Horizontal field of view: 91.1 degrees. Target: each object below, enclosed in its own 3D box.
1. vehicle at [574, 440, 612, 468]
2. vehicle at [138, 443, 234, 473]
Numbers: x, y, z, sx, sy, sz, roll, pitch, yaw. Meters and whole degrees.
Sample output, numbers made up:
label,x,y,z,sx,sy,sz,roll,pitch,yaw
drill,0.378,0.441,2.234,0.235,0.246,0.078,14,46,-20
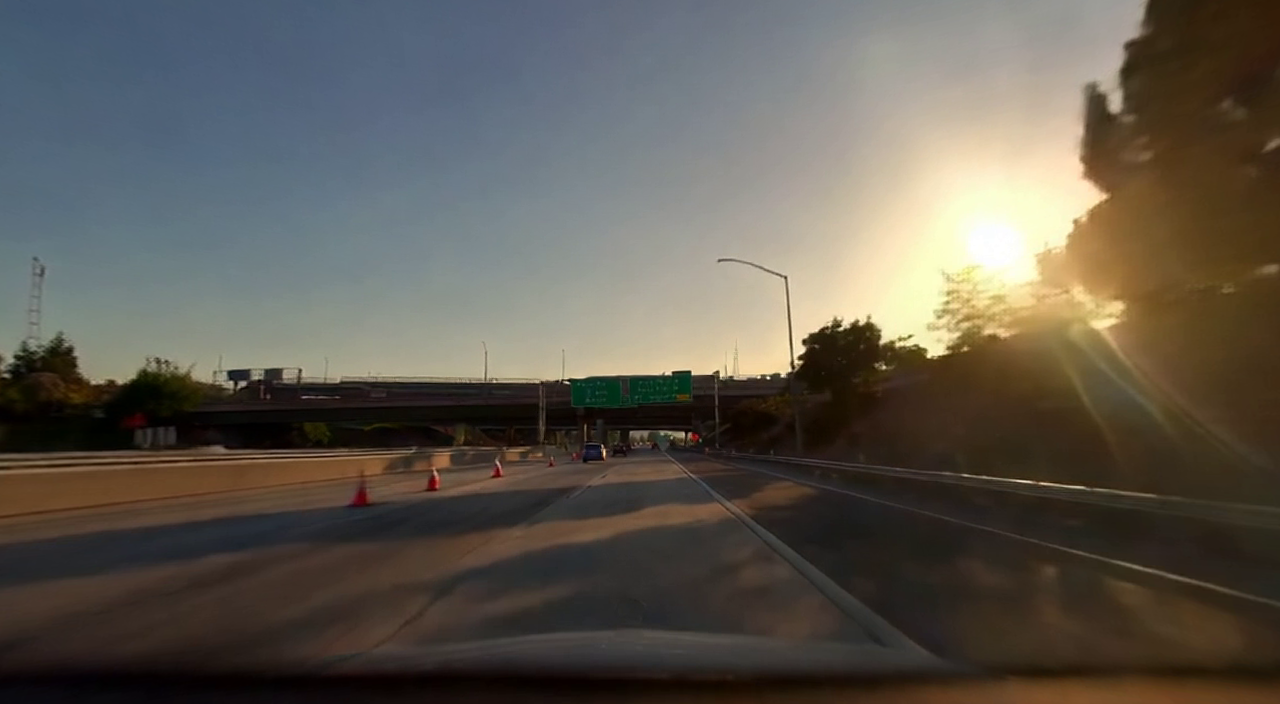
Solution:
label,x,y,z,sx,sy,sz,roll,pitch,yaw
vehicle,-2.937,6.497,40.129,2.078,1.629,4.059,0,-9,1
vehicle,-26.654,6.228,37.073,1.980,1.627,4.751,0,-9,2
